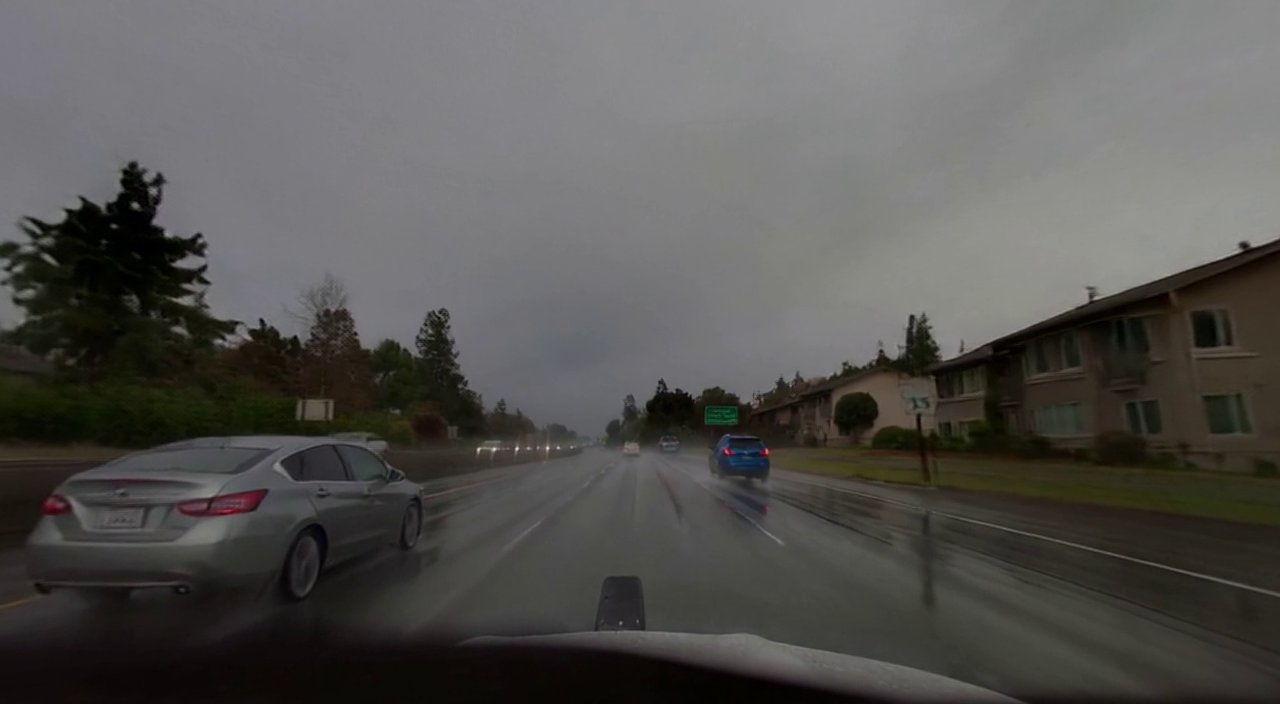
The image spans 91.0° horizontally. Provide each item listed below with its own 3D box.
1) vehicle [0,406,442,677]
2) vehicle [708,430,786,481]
[{"bbox_3d":[-3.597,1.407,5.852,2.036,1.528,4.400,0,-9,0],"label":"vehicle"},{"bbox_3d":[3.810,3.787,23.231,2.092,1.686,4.188,0,-9,-1],"label":"vehicle"}]
